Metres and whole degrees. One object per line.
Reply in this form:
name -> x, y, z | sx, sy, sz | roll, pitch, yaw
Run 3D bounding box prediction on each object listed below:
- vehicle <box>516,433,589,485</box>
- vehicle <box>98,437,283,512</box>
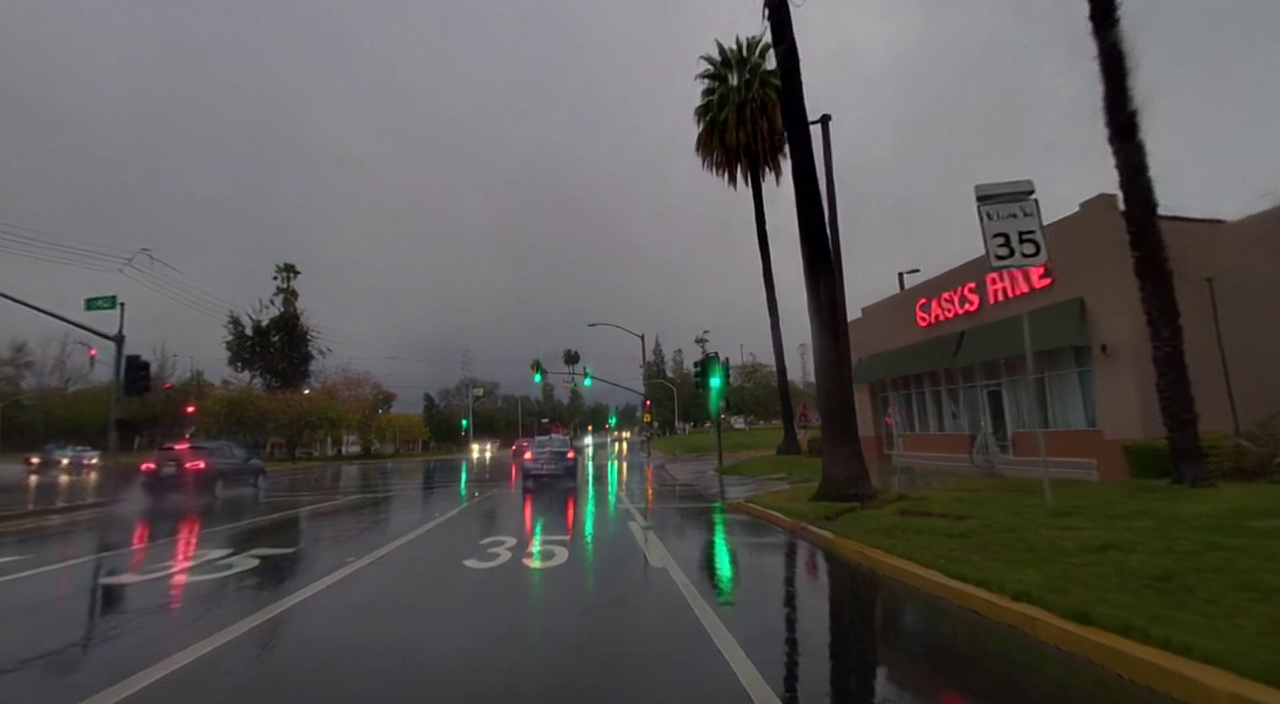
vehicle -> -2.728, 3.418, 20.429 | 2.063, 1.474, 4.334 | 1, -8, -5
vehicle -> -12.418, 3.363, 17.973 | 2.050, 1.811, 4.752 | 0, -8, -5
